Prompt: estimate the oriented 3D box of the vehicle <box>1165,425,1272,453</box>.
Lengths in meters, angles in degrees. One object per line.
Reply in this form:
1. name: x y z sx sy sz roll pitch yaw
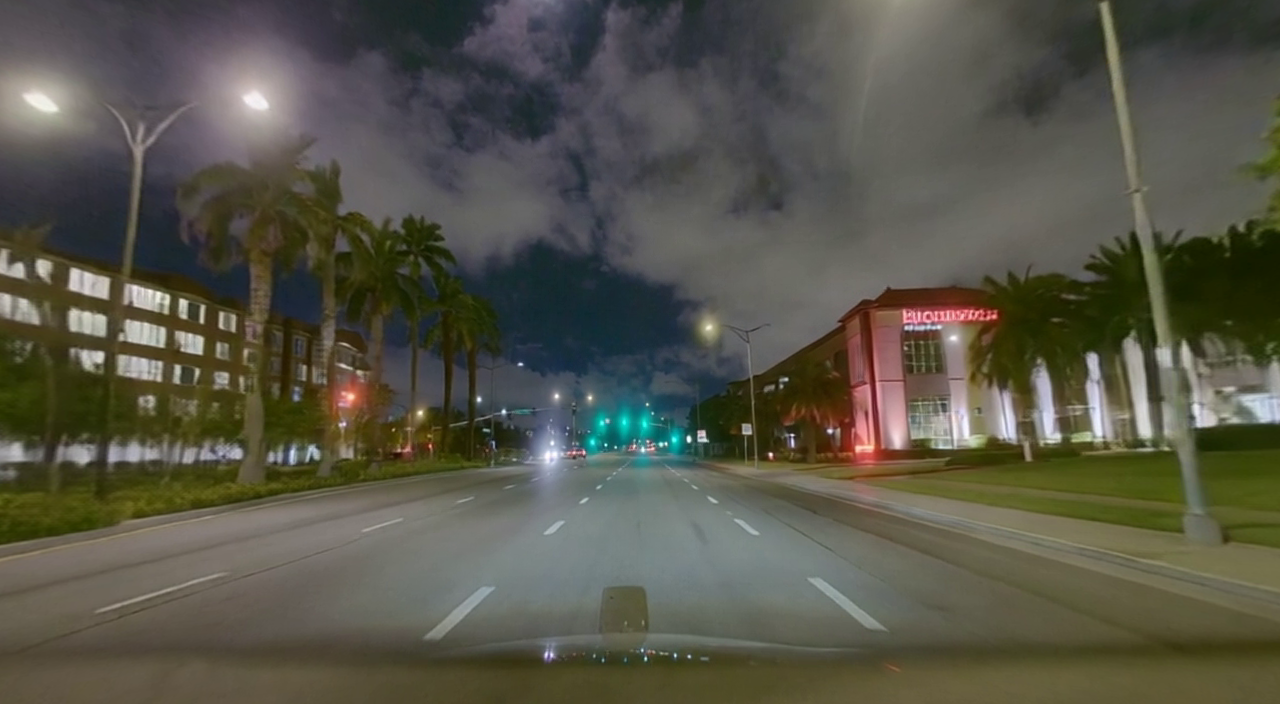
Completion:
1. vehicle: 34.436 5.217 37.723 1.820 1.571 4.697 0 -8 -3
